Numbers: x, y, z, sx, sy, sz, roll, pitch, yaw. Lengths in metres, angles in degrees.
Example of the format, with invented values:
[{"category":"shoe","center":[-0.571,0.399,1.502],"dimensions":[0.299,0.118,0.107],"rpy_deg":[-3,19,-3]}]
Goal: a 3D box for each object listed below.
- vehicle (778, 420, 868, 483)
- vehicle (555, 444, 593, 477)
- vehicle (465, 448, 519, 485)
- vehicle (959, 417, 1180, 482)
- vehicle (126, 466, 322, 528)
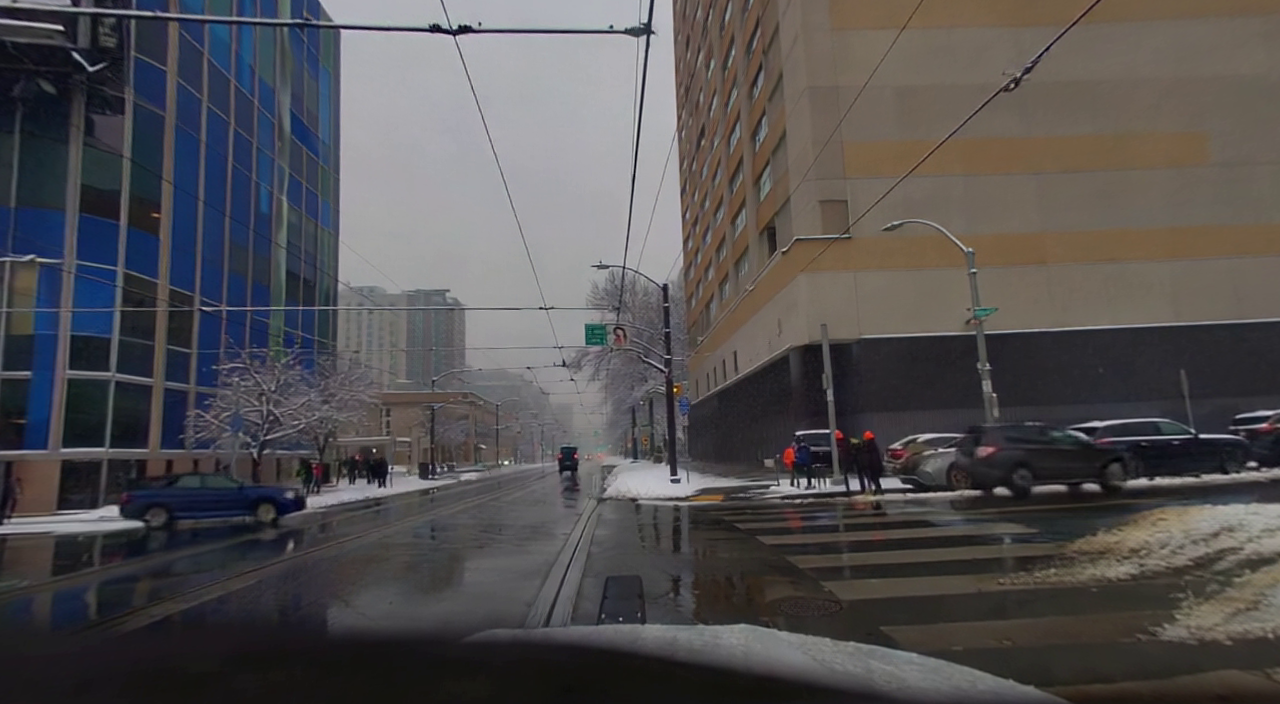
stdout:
[{"category":"vehicle","center":[7.549,4.104,26.634],"dimensions":[2.316,2.425,4.466],"rpy_deg":[1,-7,-2]},{"category":"vehicle","center":[-4.046,6.744,39.516],"dimensions":[2.137,1.910,5.120],"rpy_deg":[0,-8,-3]},{"category":"vehicle","center":[-8.418,6.521,36.293],"dimensions":[2.121,1.792,4.510],"rpy_deg":[-3,-8,-2]},{"category":"vehicle","center":[11.557,2.646,17.233],"dimensions":[4.637,1.624,1.927],"rpy_deg":[0,-8,-3]},{"category":"vehicle","center":[-12.032,4.174,18.659],"dimensions":[4.549,1.490,1.797],"rpy_deg":[5,-10,-30]}]
